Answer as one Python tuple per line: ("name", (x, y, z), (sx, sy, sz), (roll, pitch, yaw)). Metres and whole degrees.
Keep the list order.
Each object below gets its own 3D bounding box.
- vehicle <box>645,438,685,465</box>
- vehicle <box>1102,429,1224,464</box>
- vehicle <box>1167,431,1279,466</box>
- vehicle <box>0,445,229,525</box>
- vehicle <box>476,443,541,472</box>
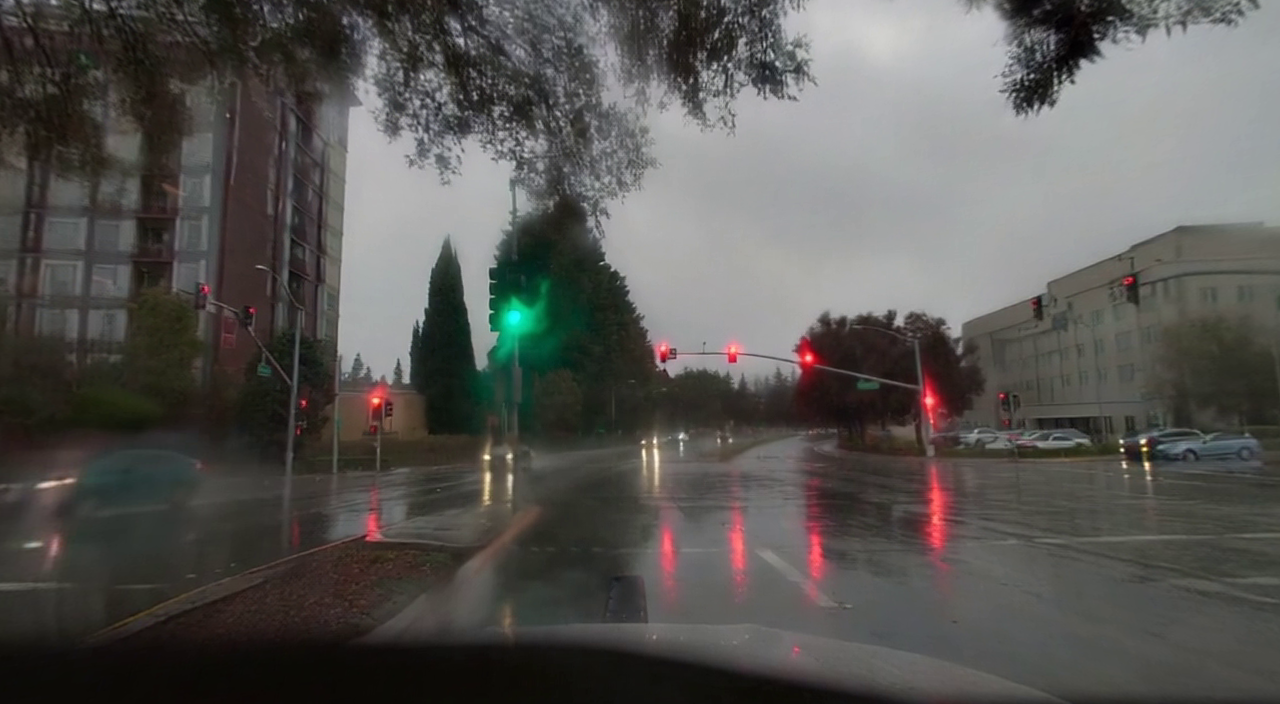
("vehicle", (1.761, 6.775, 43.257), (2.197, 1.739, 4.177), (-2, -8, 10))
("vehicle", (25.936, 4.683, 31.359), (4.441, 1.674, 2.035), (1, -8, -8))
("vehicle", (26.311, 4.237, 27.877), (4.644, 1.470, 1.922), (1, -8, -10))
("vehicle", (-12.346, 2.932, 14.701), (2.046, 1.515, 4.852), (-1, -8, 4))
("vehicle", (-7.059, 5.731, 34.502), (2.002, 1.483, 4.696), (-1, -8, 8))
